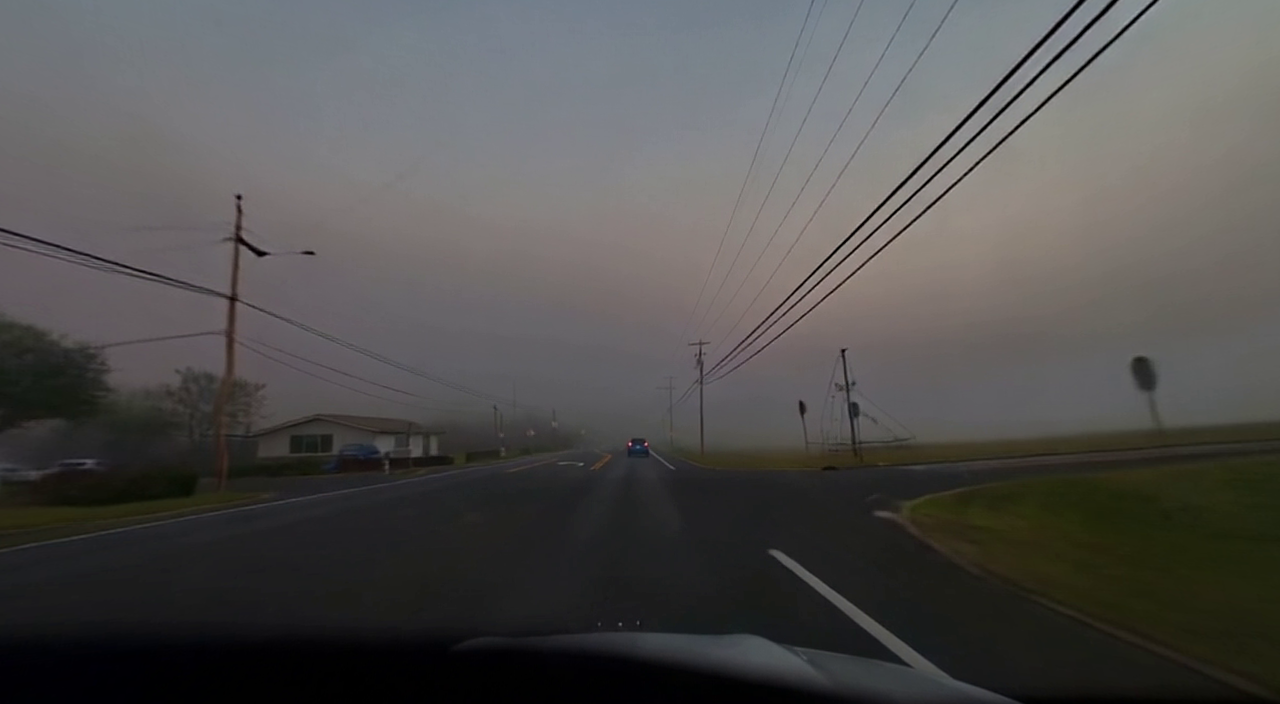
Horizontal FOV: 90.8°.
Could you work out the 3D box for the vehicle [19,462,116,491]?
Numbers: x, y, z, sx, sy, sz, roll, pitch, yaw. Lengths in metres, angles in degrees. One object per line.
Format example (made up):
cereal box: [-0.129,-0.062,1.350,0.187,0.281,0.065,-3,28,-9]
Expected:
vehicle: [-34.726,7.515,38.399,1.808,1.527,4.145,-8,-12,44]
